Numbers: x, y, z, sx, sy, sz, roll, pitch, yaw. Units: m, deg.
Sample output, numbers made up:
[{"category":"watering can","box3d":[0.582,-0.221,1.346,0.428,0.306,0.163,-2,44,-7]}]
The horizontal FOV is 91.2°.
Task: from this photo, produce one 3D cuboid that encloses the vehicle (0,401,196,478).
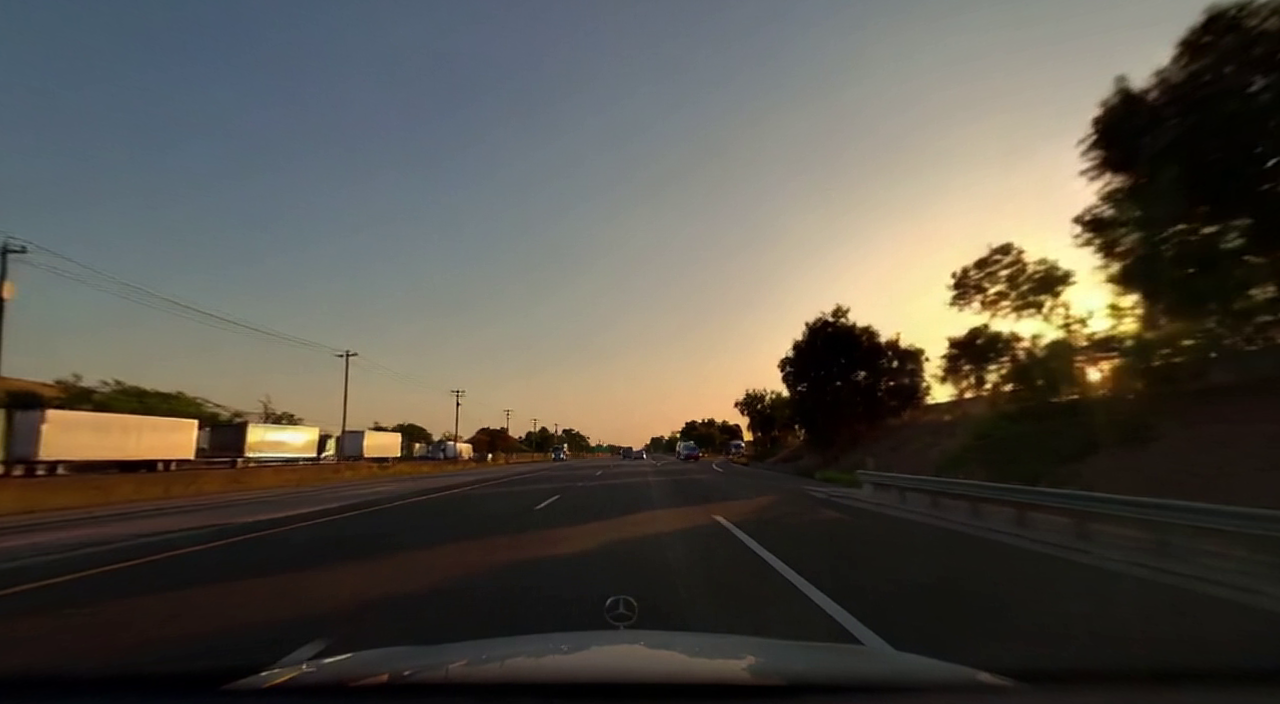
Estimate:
[{"category":"vehicle","box3d":[-35.623,5.745,40.589,2.873,4.105,14.677,-2,-8,1]}]
